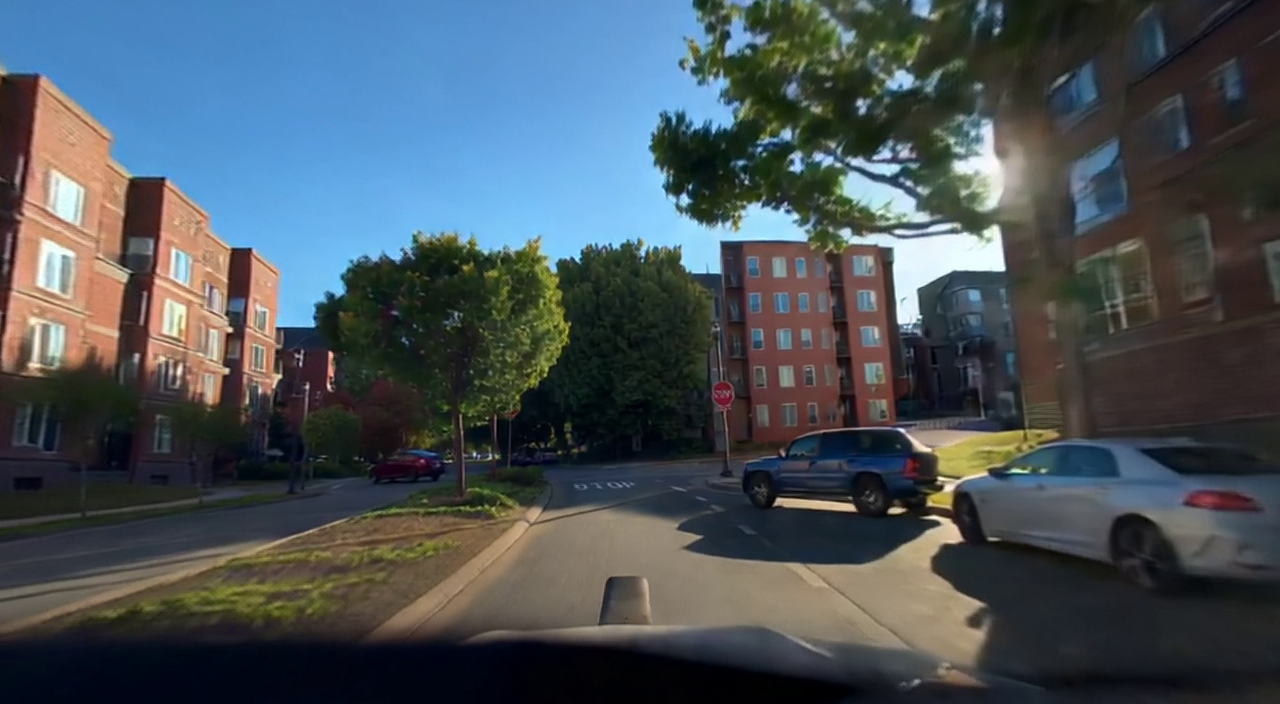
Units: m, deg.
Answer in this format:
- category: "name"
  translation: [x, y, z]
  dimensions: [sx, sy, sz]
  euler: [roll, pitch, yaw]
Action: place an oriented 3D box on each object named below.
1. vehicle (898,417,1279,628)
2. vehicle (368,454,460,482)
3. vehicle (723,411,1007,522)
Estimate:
- category: "vehicle"
  translation: [4.893, 1.541, 7.048]
  dimensions: [1.758, 1.454, 5.088]
  euler: [-1, -8, -1]
- category: "vehicle"
  translation: [-13.281, 6.800, 37.193]
  dimensions: [4.654, 1.503, 1.951]
  euler: [-1, -8, 7]
- category: "vehicle"
  translation: [3.810, 2.112, 11.741]
  dimensions: [2.065, 1.529, 4.709]
  euler: [1, -10, -27]
